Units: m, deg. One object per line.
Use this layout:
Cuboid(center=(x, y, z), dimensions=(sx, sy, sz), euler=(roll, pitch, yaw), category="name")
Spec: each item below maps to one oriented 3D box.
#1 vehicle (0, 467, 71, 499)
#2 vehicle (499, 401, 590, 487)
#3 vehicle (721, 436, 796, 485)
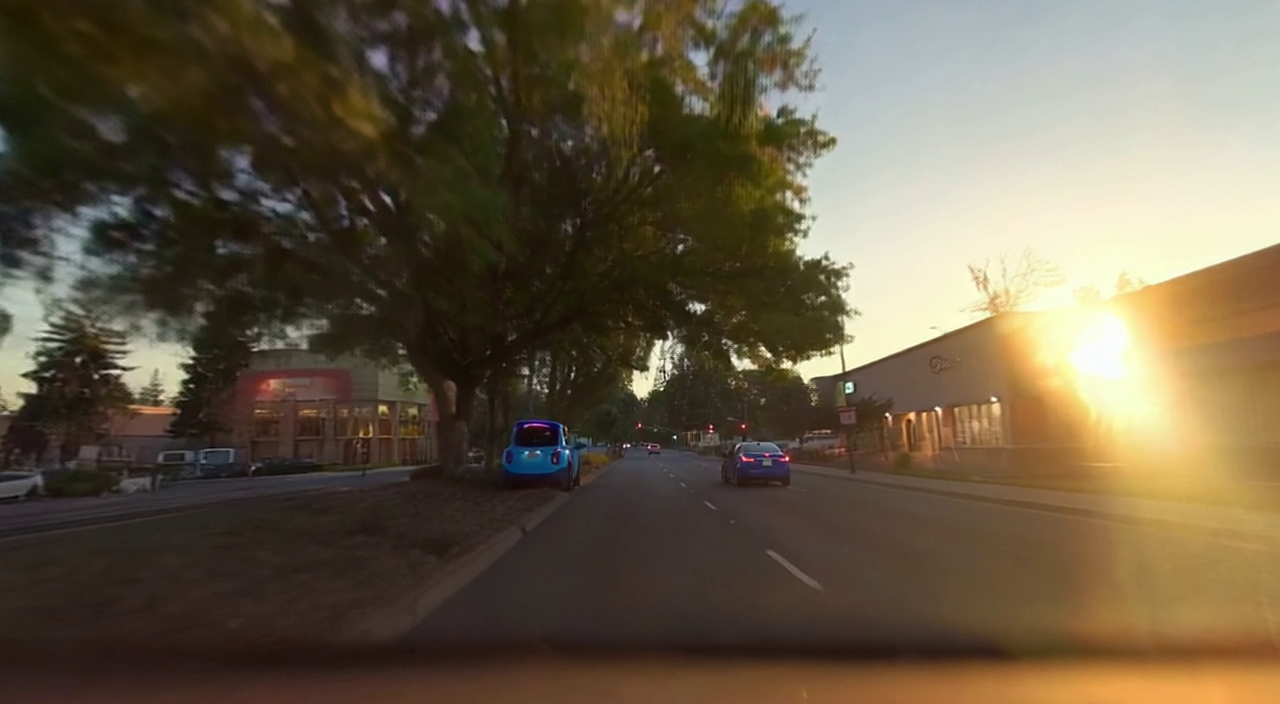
Cuboid(center=(-31.542, 6.559, 31.705), dimensions=(3.955, 1.432, 1.868), euler=(4, -9, -28), category="vehicle")
Cuboid(center=(-3.355, 3.437, 23.648), dimensions=(2.443, 2.784, 5.862), euler=(0, -9, 1), category="vehicle")
Cuboid(center=(4.304, 4.005, 23.645), dimensions=(1.869, 1.646, 4.166), euler=(0, -9, -1), category="vehicle")
